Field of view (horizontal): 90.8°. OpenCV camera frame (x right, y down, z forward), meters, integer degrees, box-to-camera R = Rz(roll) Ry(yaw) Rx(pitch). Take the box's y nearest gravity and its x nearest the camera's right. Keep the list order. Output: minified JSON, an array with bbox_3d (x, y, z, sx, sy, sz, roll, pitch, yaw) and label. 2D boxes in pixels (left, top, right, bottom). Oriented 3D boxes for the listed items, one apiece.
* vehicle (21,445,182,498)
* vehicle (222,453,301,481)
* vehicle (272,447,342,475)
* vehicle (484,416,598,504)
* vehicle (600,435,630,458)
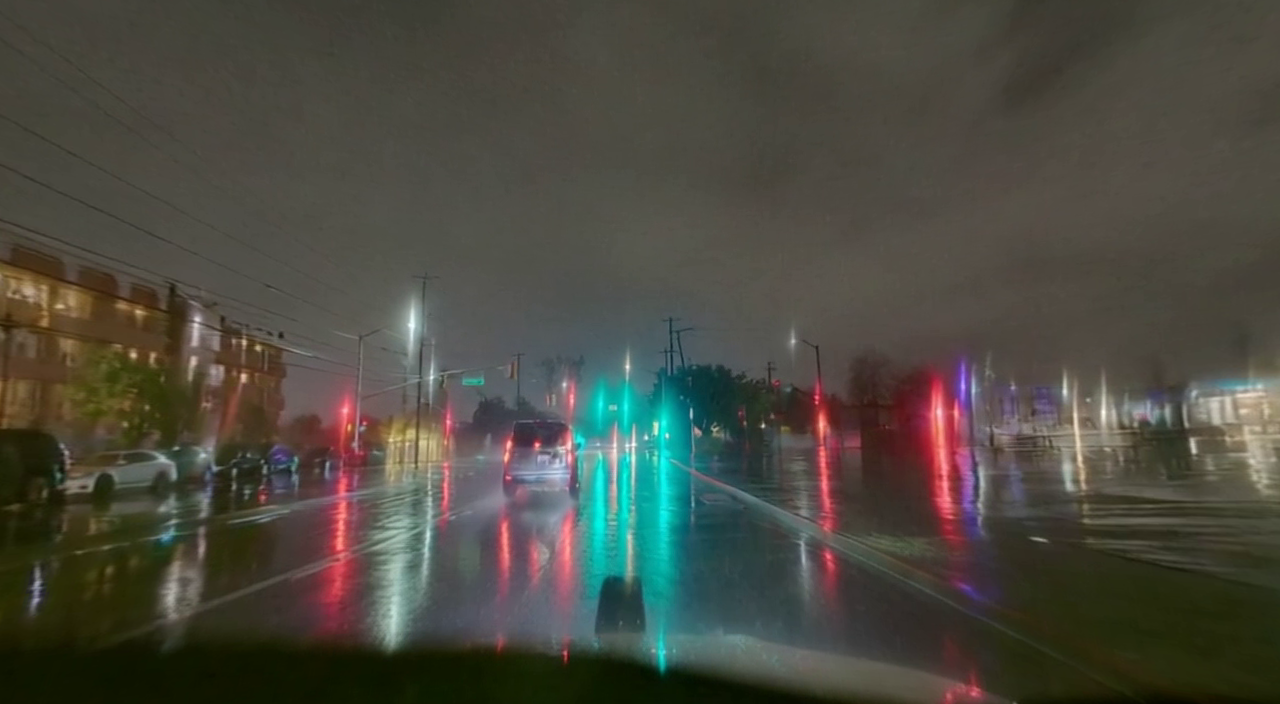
[{"bbox_3d":[-20.512,4.539,24.445,2.015,1.815,4.856,0,-9,-2],"label":"vehicle"},{"bbox_3d":[-20.902,6.336,35.097,1.790,1.415,4.450,0,-9,-2],"label":"vehicle"},{"bbox_3d":[-20.904,6.832,39.884,1.989,1.689,4.388,0,-9,1],"label":"vehicle"},{"bbox_3d":[-2.126,2.483,14.820,2.022,1.757,4.041,0,-8,0],"label":"vehicle"},{"bbox_3d":[-1.860,7.222,48.141,2.144,1.681,3.855,0,-9,-1],"label":"vehicle"}]
